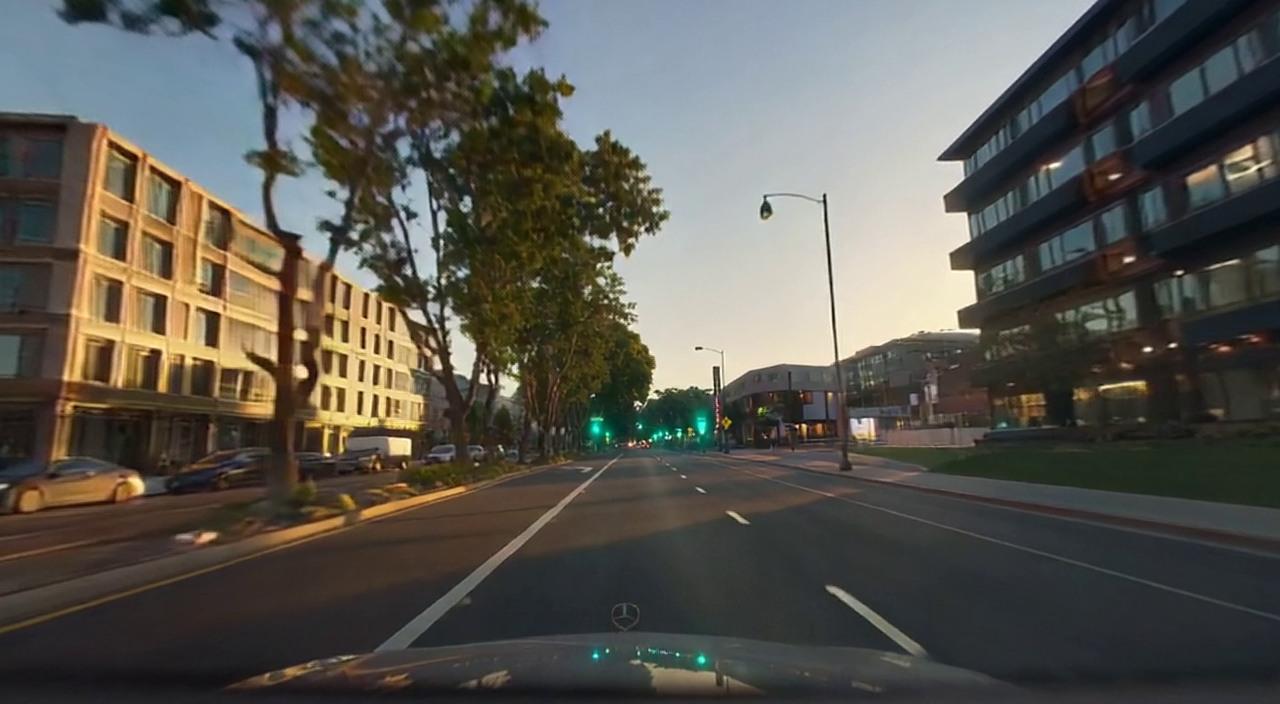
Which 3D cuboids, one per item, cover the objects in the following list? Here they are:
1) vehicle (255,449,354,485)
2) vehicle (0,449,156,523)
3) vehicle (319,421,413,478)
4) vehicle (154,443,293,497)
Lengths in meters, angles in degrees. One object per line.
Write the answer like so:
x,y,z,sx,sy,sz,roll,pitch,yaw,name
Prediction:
-15.470,5.287,29.511,1.929,1.471,4.919,0,-8,0,vehicle
-15.442,3.372,16.490,1.892,1.624,4.645,0,-8,0,vehicle
-15.407,5.562,36.101,2.335,2.896,6.785,-1,-9,0,vehicle
-15.398,4.351,23.806,1.989,1.747,5.019,-1,-8,-2,vehicle
